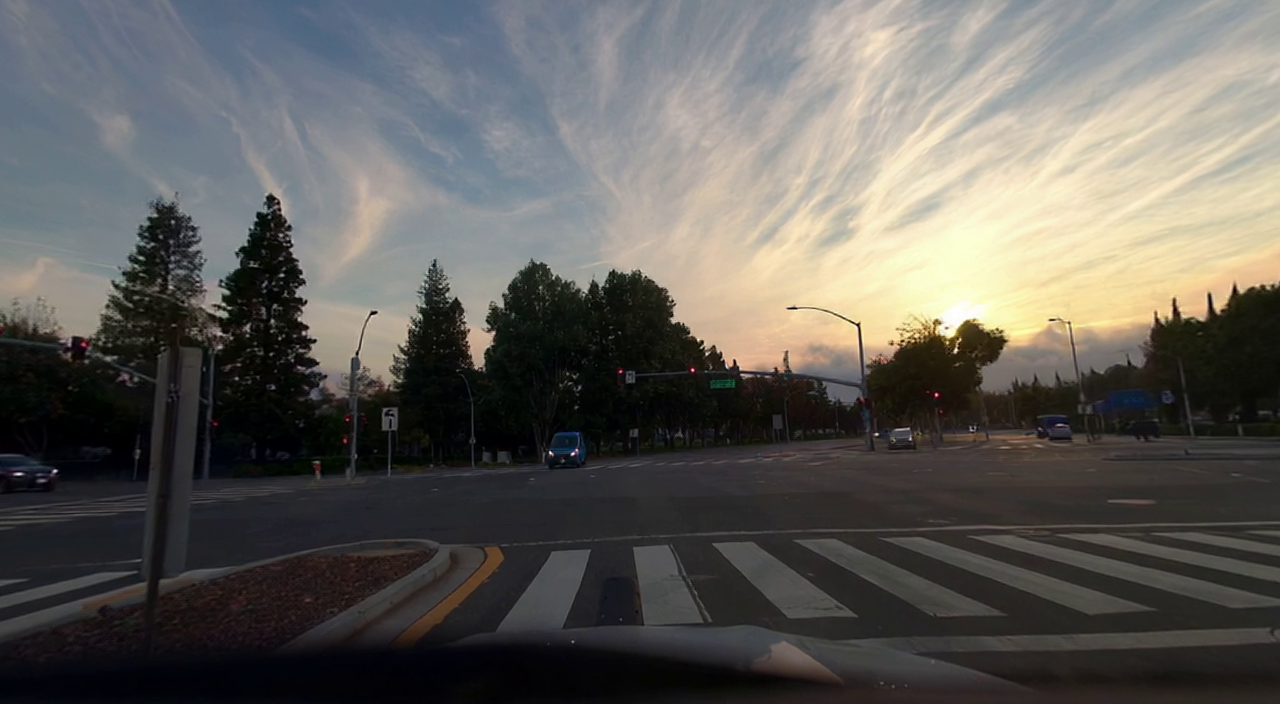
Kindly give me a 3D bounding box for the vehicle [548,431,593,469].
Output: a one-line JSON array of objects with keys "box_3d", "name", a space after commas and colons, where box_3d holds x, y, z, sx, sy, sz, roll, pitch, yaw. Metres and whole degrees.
[{"box_3d": [-4.601, 6.613, 42.856, 2.465, 2.404, 5.791, 0, -8, -1], "name": "vehicle"}]
